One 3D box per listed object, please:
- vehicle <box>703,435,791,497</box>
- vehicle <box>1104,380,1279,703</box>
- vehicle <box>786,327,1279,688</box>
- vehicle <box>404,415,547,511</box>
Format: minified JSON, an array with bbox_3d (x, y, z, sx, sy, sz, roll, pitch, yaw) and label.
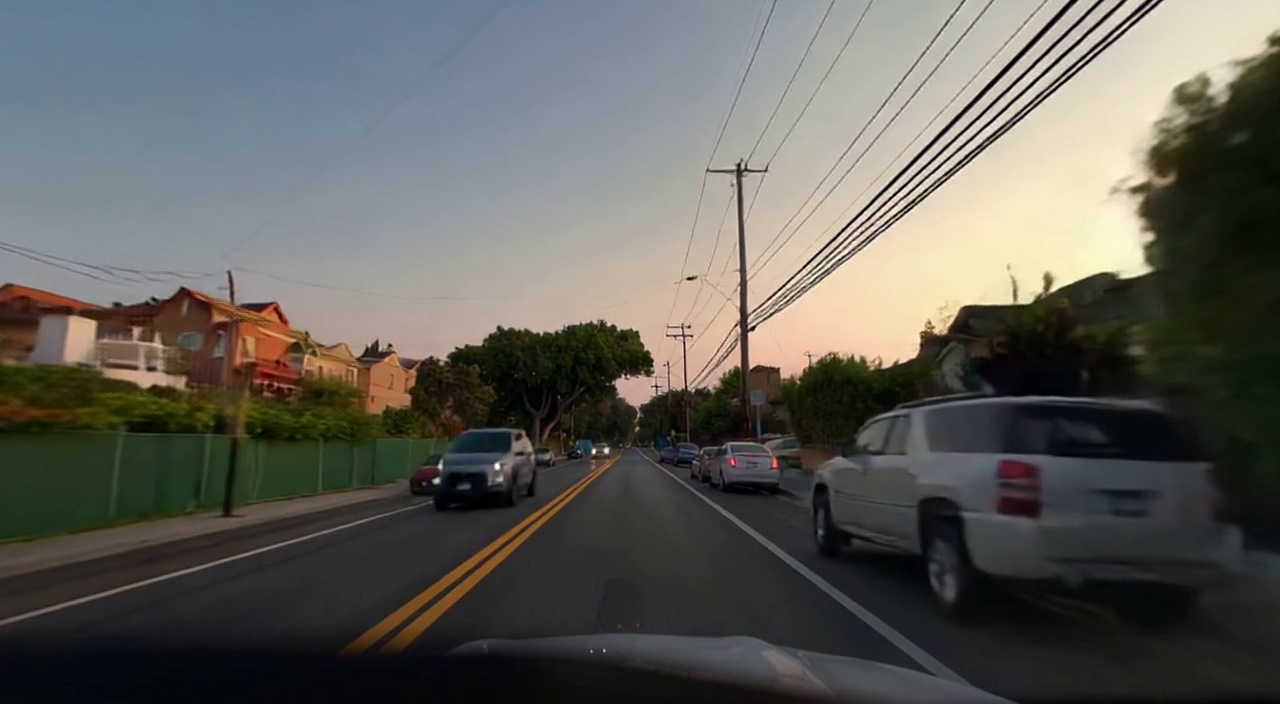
[{"bbox_3d":[3.072,3.352,18.990,1.826,1.614,4.241,0,-9,-1],"label":"vehicle"},{"bbox_3d":[3.379,0.653,0.903,1.914,1.520,4.455,0,-8,-2],"label":"vehicle"},{"bbox_3d":[3.249,1.235,6.238,2.174,2.049,5.088,0,-8,-2],"label":"vehicle"},{"bbox_3d":[-3.721,2.640,15.399,2.194,1.935,4.807,0,-9,0],"label":"vehicle"}]
